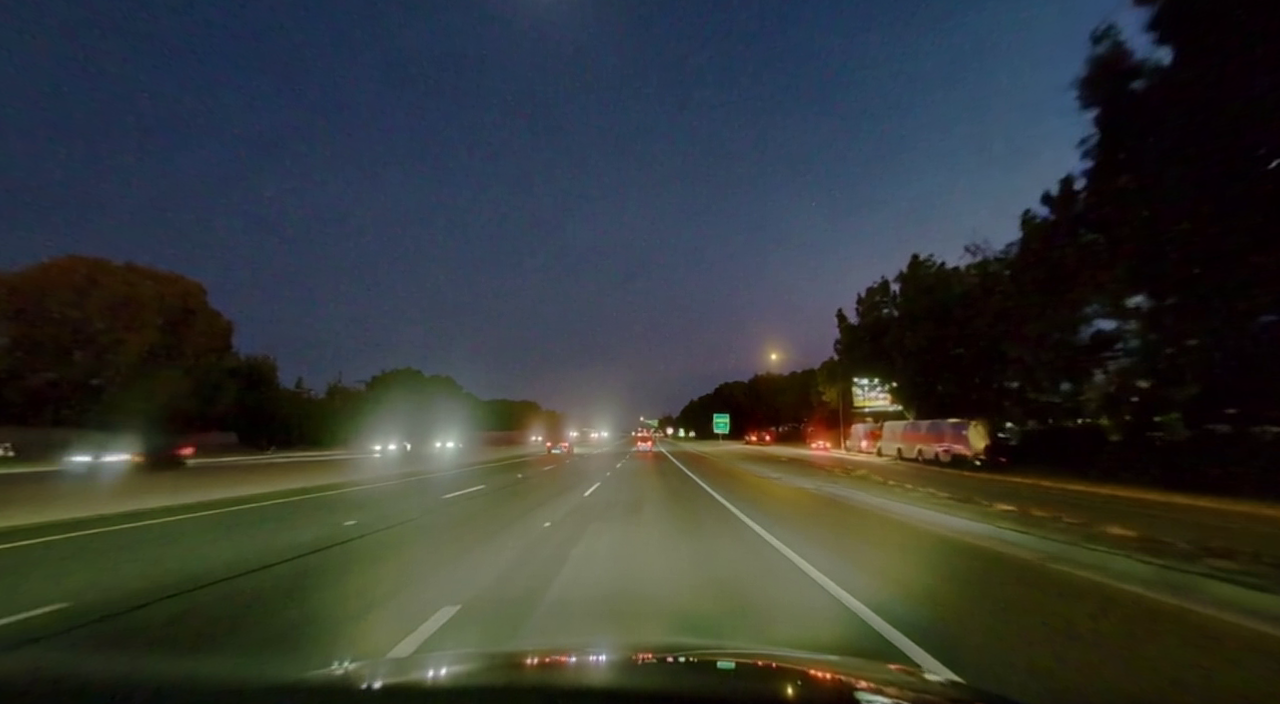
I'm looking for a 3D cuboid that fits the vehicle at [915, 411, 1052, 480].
[{"bbox_3d":[18.870,5.129,35.333,3.098,3.410,7.172,0,-7,-5],"label":"vehicle"}]

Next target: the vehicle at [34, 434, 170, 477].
[{"bbox_3d":[-18.650,3.591,22.057,1.668,1.388,3.393,0,-8,1],"label":"vehicle"}]
